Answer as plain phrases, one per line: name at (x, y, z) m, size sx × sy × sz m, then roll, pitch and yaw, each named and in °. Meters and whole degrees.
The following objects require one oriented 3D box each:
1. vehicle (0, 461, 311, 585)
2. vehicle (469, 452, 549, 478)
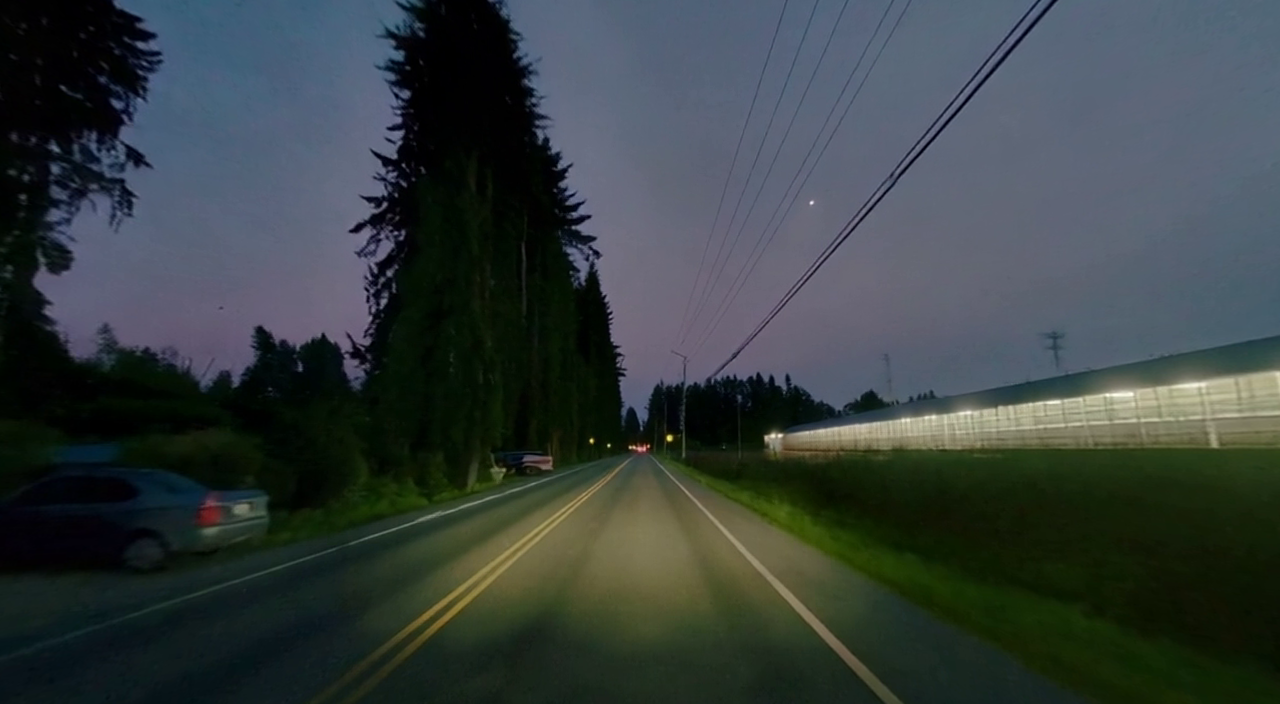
vehicle at (-7.872, 2.384, 9.392) m, size 4.954 × 1.449 × 2.141 m, roll -2°, pitch -9°, yaw 12°
vehicle at (-8.161, 7.057, 39.581) m, size 4.525 × 1.499 × 1.934 m, roll 0°, pitch -8°, yaw 1°
